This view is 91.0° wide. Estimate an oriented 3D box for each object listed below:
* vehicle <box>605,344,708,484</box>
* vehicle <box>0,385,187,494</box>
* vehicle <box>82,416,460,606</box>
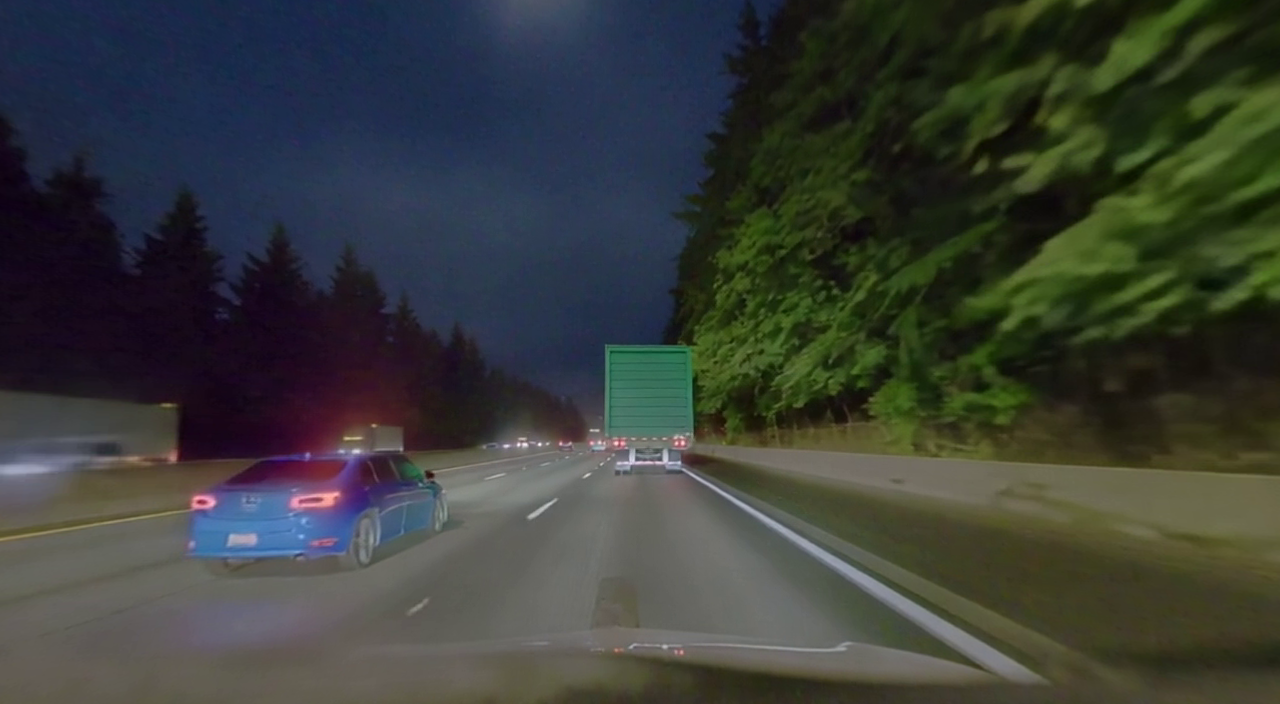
[{"bbox_3d":[0.417,2.593,24.263,3.073,4.196,10.546,0,-8,-1],"label":"vehicle"},{"bbox_3d":[-24.027,3.425,24.483,2.838,3.787,13.774,0,-8,-1],"label":"vehicle"},{"bbox_3d":[-3.644,1.614,7.354,1.854,1.530,4.268,0,-8,-1],"label":"vehicle"}]
